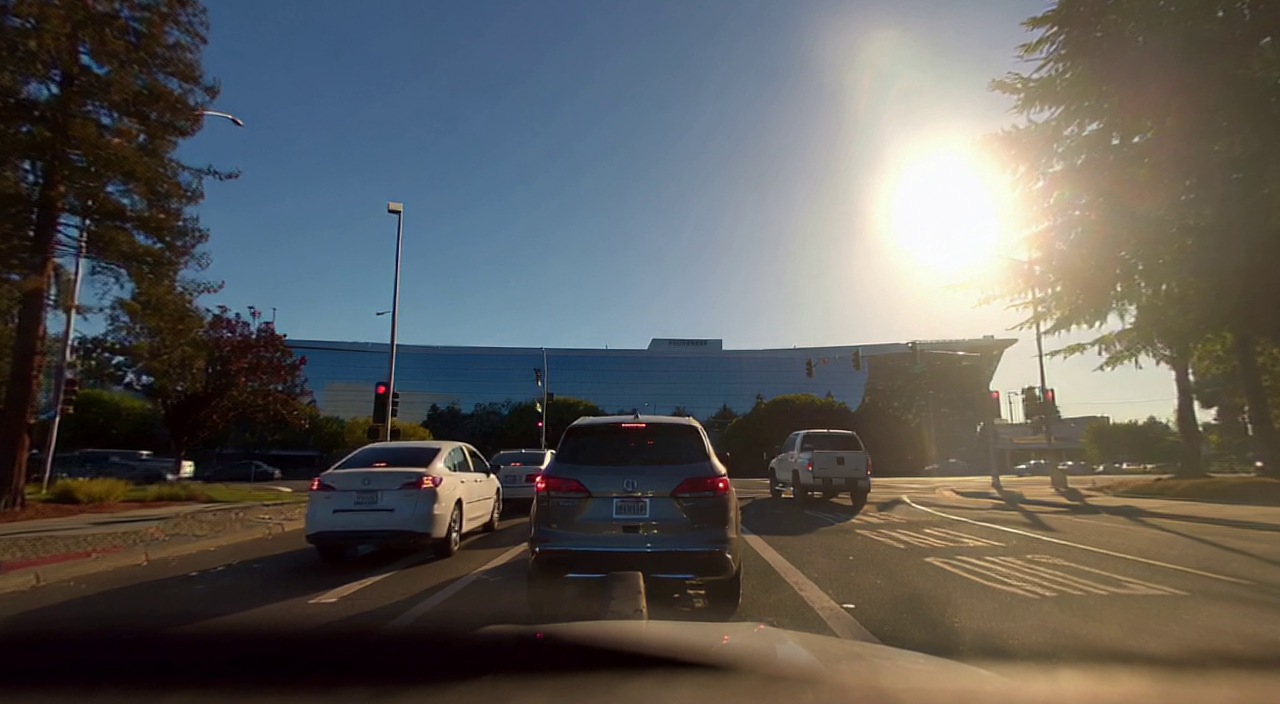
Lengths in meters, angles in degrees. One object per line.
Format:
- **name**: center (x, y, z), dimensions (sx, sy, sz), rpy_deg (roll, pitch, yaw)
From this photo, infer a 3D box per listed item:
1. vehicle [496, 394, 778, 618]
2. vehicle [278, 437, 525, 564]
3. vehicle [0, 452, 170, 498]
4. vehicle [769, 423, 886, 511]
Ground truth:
- **vehicle**: center (-0.025, 1.525, 7.174), dimensions (2.203, 1.757, 4.286), rpy_deg (0, -8, 0)
- **vehicle**: center (-3.193, 2.062, 9.607), dimensions (1.913, 1.453, 4.413), rpy_deg (0, -8, 2)
- **vehicle**: center (-19.946, 4.379, 22.723), dimensions (4.308, 1.494, 1.829), rpy_deg (2, -9, -15)
- **vehicle**: center (4.819, 3.001, 16.914), dimensions (2.084, 2.053, 4.073), rpy_deg (-1, -8, 4)
